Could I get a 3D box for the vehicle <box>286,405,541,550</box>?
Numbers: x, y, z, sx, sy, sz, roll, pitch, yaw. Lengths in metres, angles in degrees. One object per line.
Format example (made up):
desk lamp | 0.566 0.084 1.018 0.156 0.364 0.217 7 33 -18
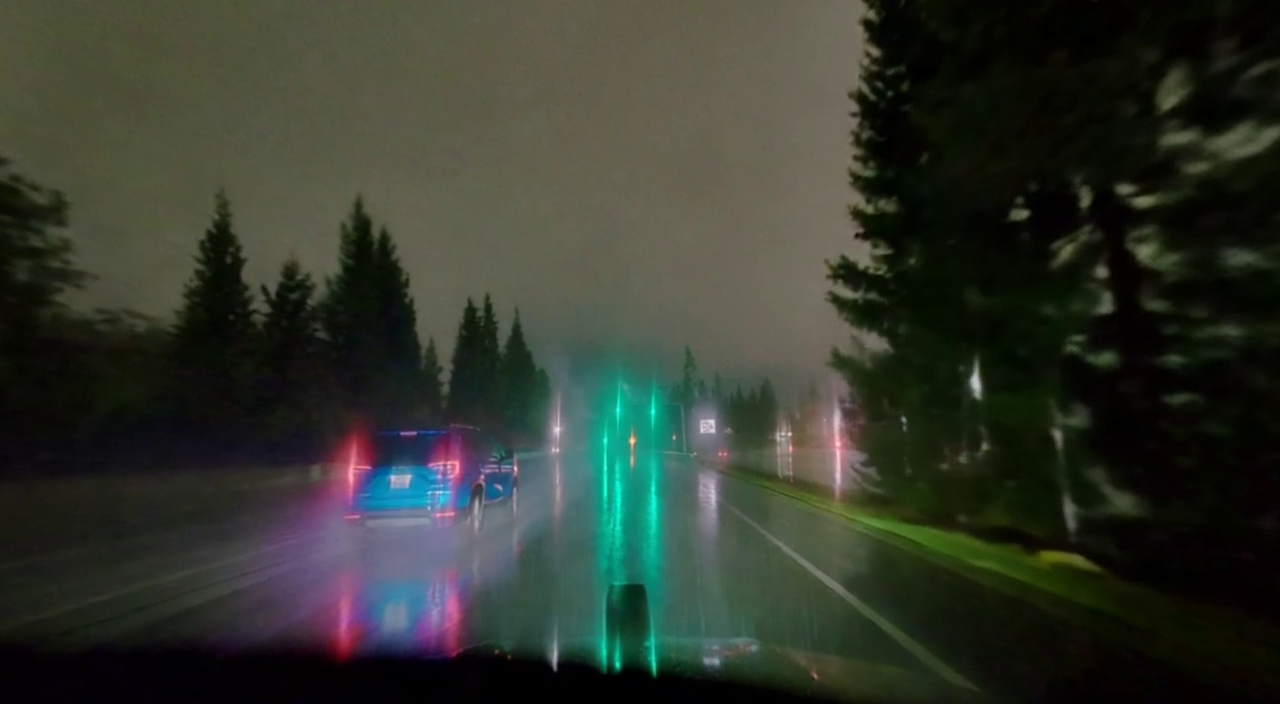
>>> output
vehicle | -3.342 1.987 10.732 2.336 1.857 4.986 0 -8 2
